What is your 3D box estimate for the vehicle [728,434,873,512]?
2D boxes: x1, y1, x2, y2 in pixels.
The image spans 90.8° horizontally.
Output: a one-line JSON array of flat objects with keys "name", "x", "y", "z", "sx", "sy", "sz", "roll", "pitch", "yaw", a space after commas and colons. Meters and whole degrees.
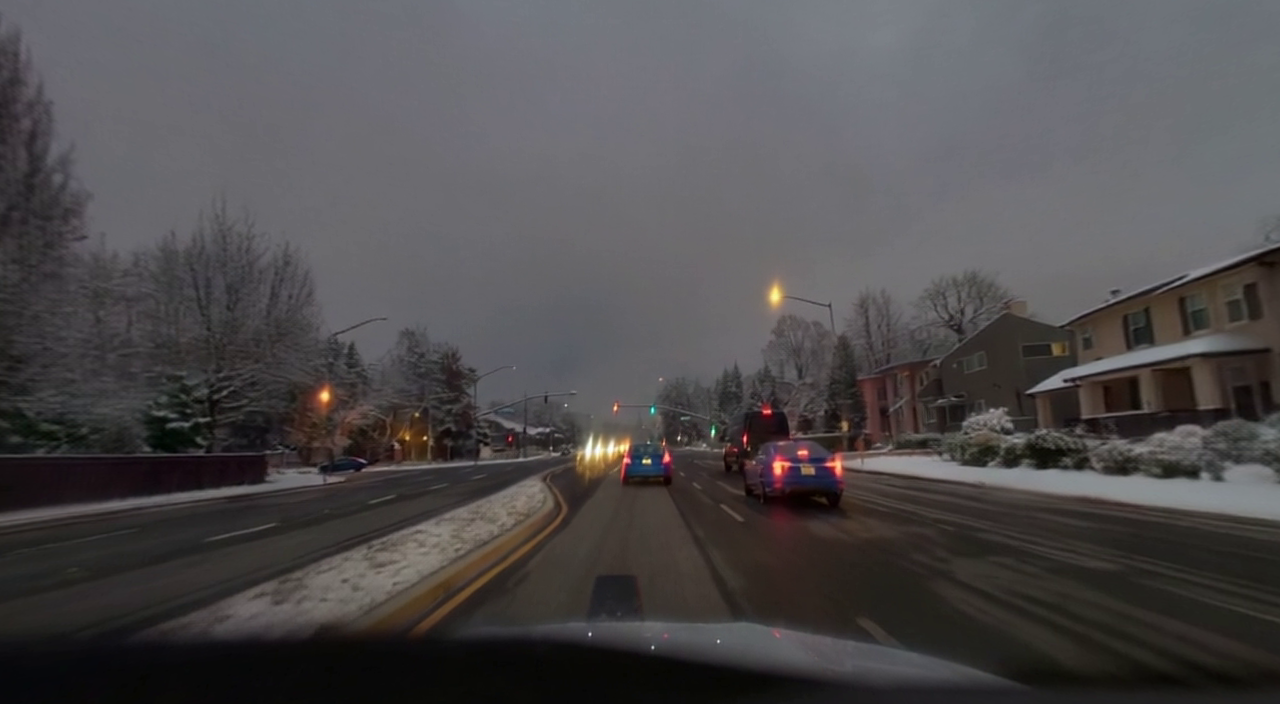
[{"name": "vehicle", "x": 3.508, "y": 2.756, "z": 14.894, "sx": 2.161, "sy": 1.519, "sz": 4.568, "roll": 0, "pitch": -9, "yaw": -1}]

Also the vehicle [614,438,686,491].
[{"name": "vehicle", "x": 0.272, "y": 3.582, "z": 20.376, "sx": 2.093, "sy": 1.497, "sz": 4.010, "roll": 0, "pitch": -9, "yaw": 0}]

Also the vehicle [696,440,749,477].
[{"name": "vehicle", "x": 3.539, "y": 4.624, "z": 27.576, "sx": 1.775, "sy": 1.499, "sz": 3.488, "roll": 0, "pitch": -9, "yaw": -1}]
